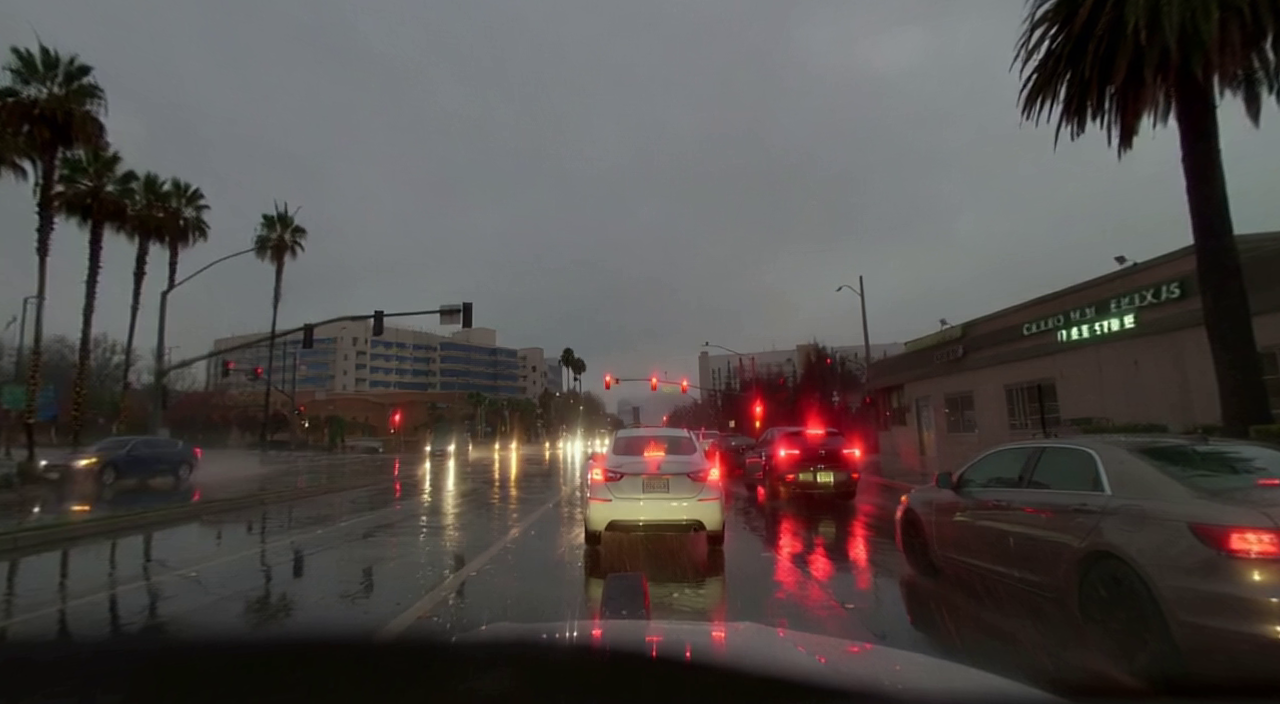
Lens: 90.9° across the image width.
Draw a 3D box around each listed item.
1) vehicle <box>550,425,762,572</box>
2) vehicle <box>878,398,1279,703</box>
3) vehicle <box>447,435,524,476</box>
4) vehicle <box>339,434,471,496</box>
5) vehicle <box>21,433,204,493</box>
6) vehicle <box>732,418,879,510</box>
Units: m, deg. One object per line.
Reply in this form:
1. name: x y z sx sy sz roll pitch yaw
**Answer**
1. vehicle: 0.172 1.787 8.456 2.140 1.474 4.026 0 -8 0
2. vehicle: 3.539 1.222 4.477 1.910 1.490 4.661 0 -8 1
3. vehicle: -6.042 4.099 25.222 1.822 1.456 4.396 -1 -8 2
4. vehicle: -6.259 3.042 17.363 1.900 1.487 4.165 0 -8 2
5. vehicle: -18.035 3.792 21.977 2.120 1.828 4.955 0 -8 -1
6. vehicle: 3.503 2.465 14.303 2.169 1.751 4.276 0 -8 0
